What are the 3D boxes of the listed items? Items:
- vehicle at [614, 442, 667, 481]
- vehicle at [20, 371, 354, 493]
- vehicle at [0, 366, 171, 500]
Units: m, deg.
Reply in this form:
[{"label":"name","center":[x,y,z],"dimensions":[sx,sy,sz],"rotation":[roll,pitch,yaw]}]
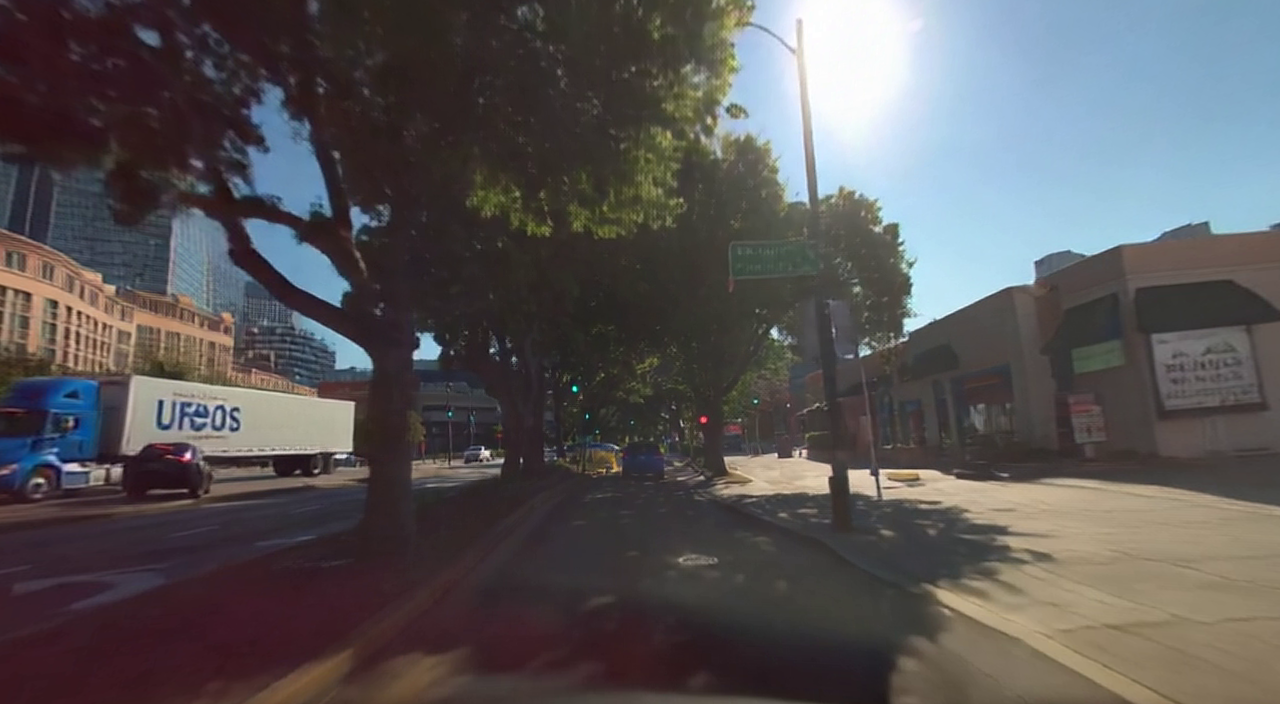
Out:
[{"label":"vehicle","center":[0.090,4.432,25.851],"dimensions":[2.006,1.470,3.799],"rotation":[0,-8,2]},{"label":"vehicle","center":[-17.866,3.506,26.879],"dimensions":[2.792,4.025,11.784],"rotation":[-3,-9,20]},{"label":"vehicle","center":[-19.980,2.719,20.961],"dimensions":[3.045,3.961,6.104],"rotation":[-3,-9,18]}]
